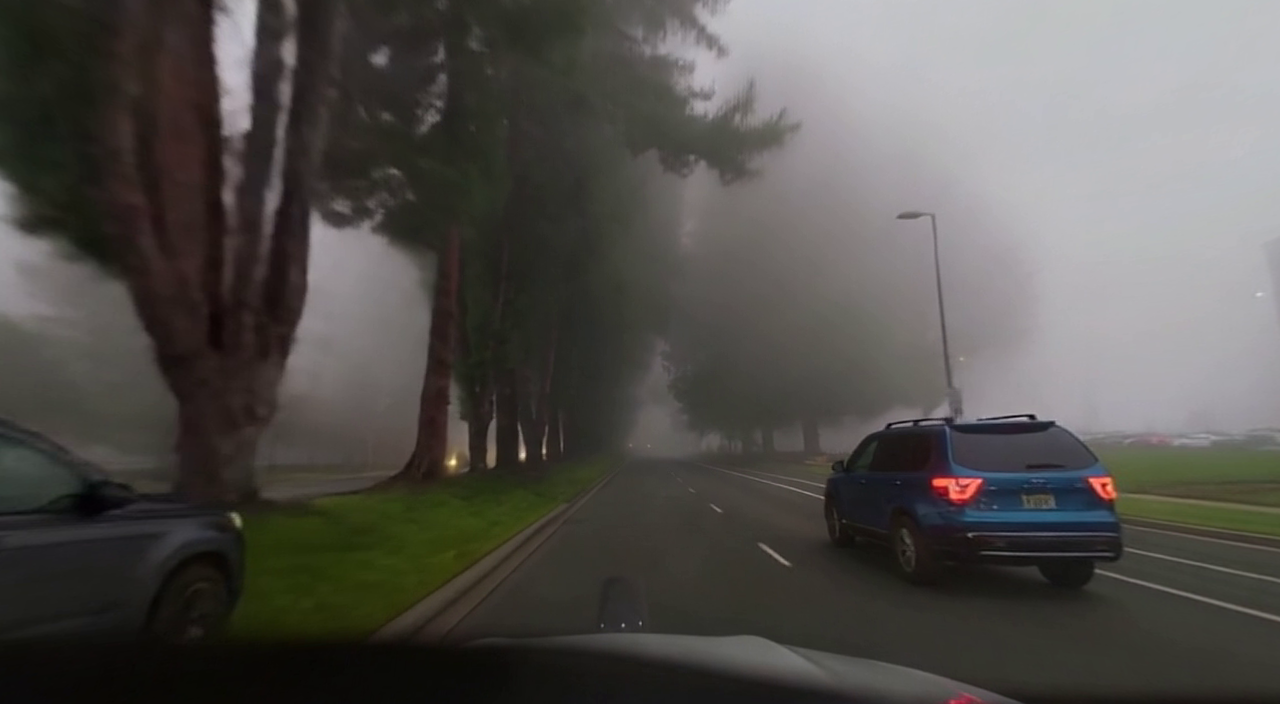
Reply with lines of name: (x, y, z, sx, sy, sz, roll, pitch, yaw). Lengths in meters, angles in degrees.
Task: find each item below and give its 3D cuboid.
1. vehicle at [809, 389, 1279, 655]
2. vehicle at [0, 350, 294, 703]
vehicle: (3.585, 1.498, 6.759, 2.087, 1.759, 5.040, 0, -8, 0)
vehicle: (-3.448, 0.782, 2.154, 2.025, 1.635, 4.293, 0, -8, 0)
